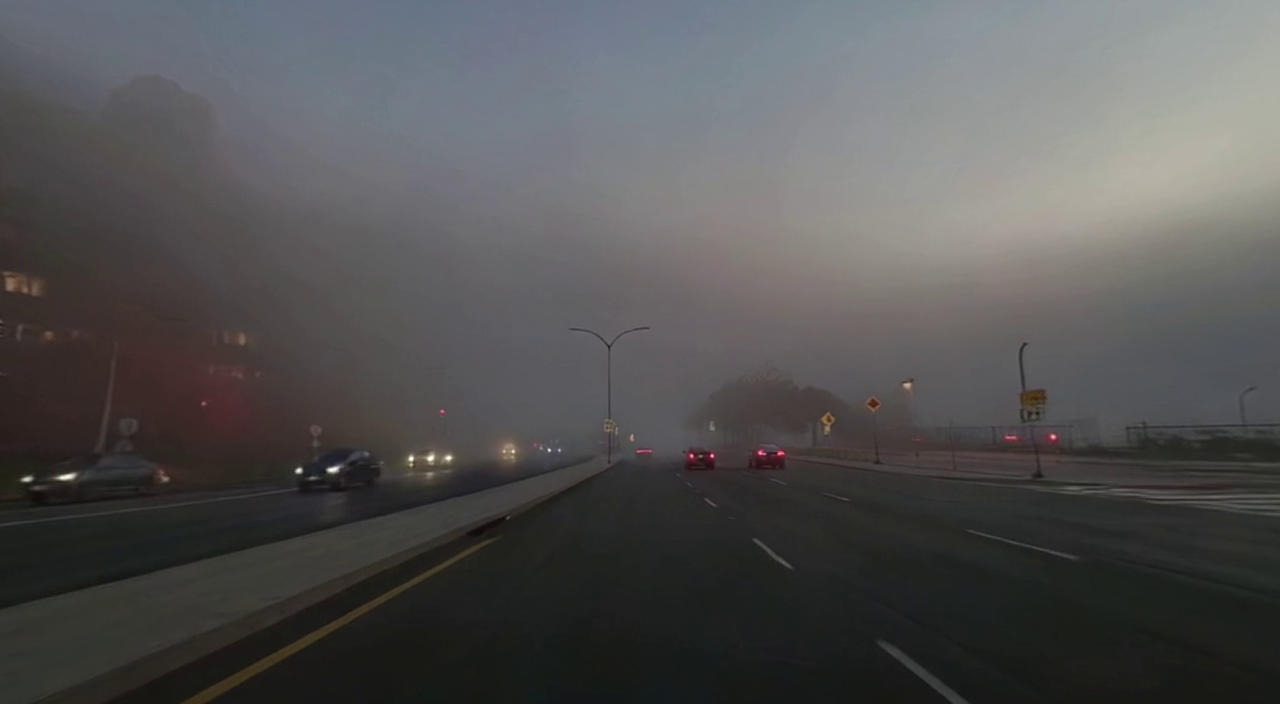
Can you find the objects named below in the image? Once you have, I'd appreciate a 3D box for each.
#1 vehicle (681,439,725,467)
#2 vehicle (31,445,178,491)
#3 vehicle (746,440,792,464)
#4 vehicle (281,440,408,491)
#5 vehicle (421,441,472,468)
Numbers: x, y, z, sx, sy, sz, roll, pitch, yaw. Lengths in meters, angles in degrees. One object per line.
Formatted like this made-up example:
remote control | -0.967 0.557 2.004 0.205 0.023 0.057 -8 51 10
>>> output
vehicle | 3.601 5.846 36.829 2.020 1.479 4.650 0 -8 -1
vehicle | -21.748 4.687 25.964 1.995 1.684 4.487 -1 -8 1
vehicle | 8.098 6.329 40.116 1.932 1.439 4.159 0 -8 -1
vehicle | -9.894 3.812 21.641 2.012 1.520 4.645 -1 -8 1
vehicle | -13.041 6.918 42.842 1.953 1.688 4.435 -1 -8 1
